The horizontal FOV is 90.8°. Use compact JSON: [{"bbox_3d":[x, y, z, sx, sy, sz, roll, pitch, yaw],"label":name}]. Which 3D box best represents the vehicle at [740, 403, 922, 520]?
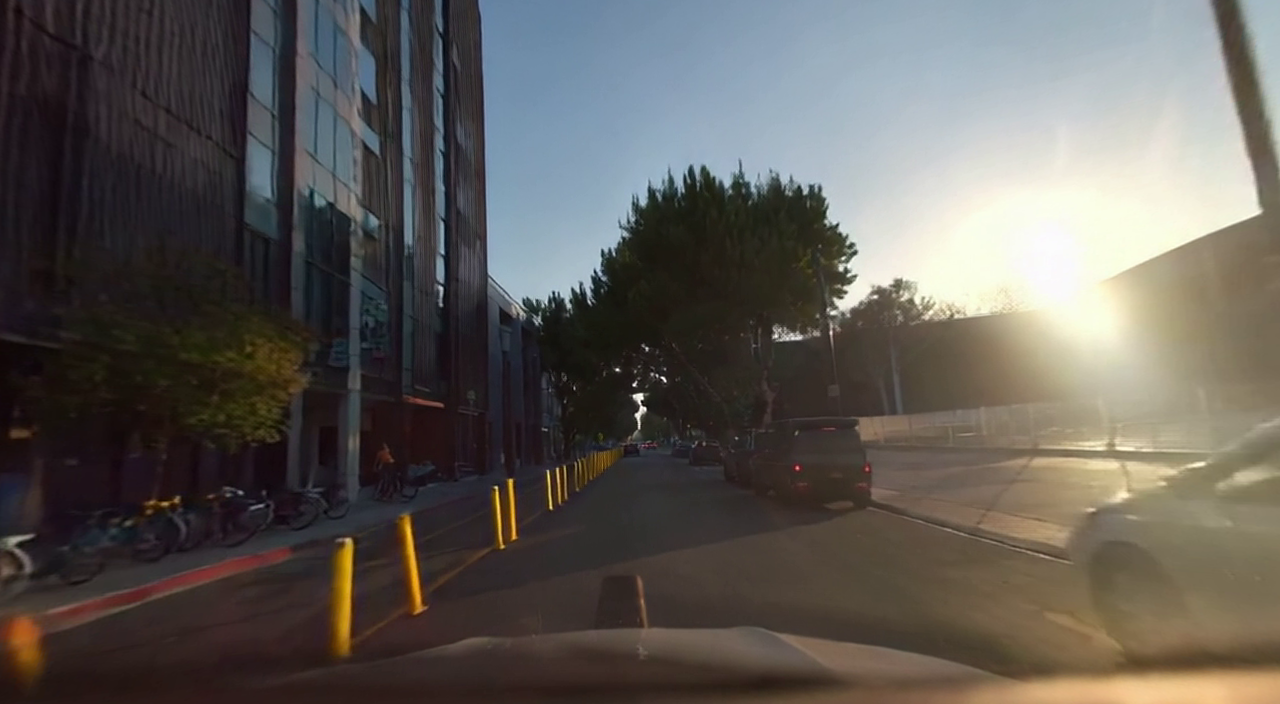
[{"bbox_3d":[3.472,2.140,12.690,2.127,1.864,4.892,-1,-9,1],"label":"vehicle"}]

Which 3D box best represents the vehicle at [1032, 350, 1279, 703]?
[{"bbox_3d":[3.803,0.789,2.222,1.999,1.769,4.191,-1,-8,-2],"label":"vehicle"}]

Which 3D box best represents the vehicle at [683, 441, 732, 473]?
[{"bbox_3d":[3.309,5.280,32.071,1.963,1.445,4.948,-1,-8,0],"label":"vehicle"}]
